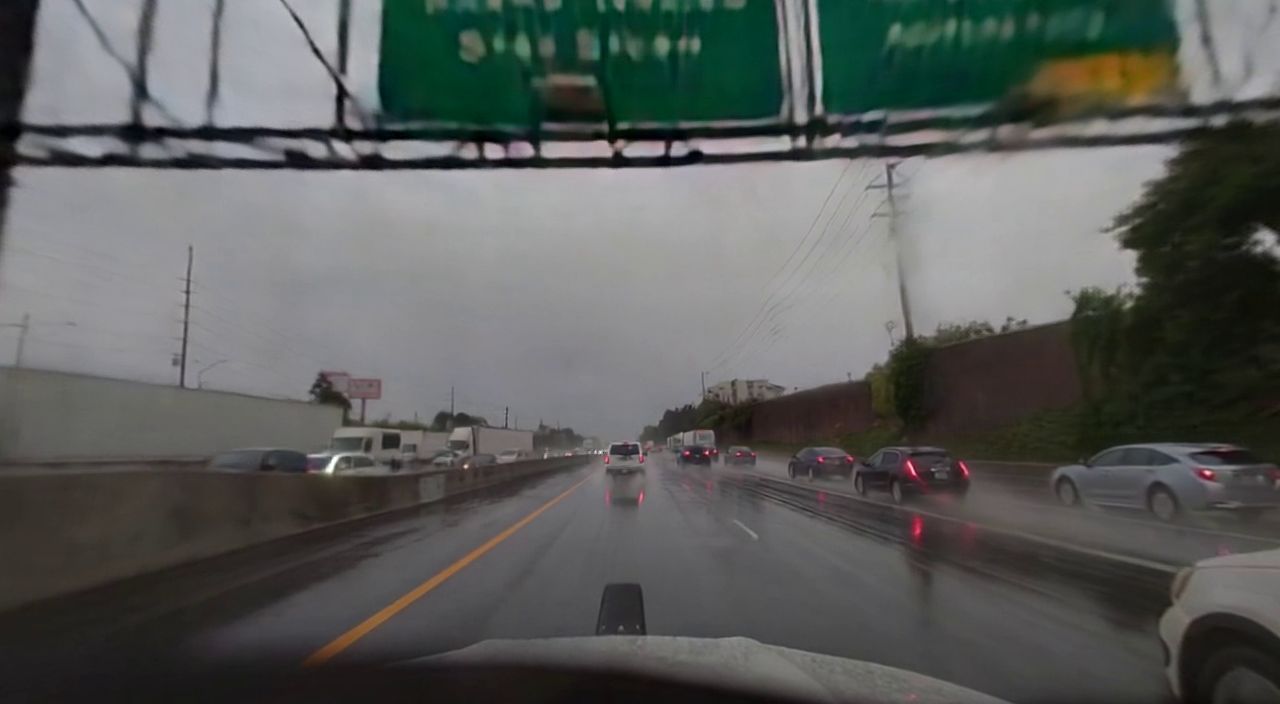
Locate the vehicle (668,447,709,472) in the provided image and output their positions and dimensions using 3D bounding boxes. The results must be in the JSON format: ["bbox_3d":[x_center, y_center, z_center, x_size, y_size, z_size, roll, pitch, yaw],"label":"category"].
[{"bbox_3d":[3.002,6.710,39.784,2.115,1.481,3.968,0,-9,-2],"label":"vehicle"}]

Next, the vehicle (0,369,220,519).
[{"bbox_3d":[-18.356,2.957,20.128,3.068,3.921,9.552,0,-9,1],"label":"vehicle"}]

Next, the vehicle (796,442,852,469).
[{"bbox_3d":[11.010,6.221,38.060,1.901,1.485,4.483,0,-9,-2],"label":"vehicle"}]

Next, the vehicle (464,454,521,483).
[{"bbox_3d":[-8.253,6.526,35.759,2.086,1.477,4.438,0,-9,1],"label":"vehicle"}]

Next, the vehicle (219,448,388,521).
[{"bbox_3d":[-8.069,3.174,15.664,1.931,1.541,4.018,0,-9,0],"label":"vehicle"}]

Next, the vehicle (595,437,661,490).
[{"bbox_3d":[-0.455,4.204,24.168,2.298,1.809,4.359,0,-9,-1],"label":"vehicle"}]

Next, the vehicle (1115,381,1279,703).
[{"bbox_3d":[3.407,0.719,1.245,1.967,1.547,3.777,0,-9,0],"label":"vehicle"}]

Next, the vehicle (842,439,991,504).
[{"bbox_3d":[7.049,3.074,16.689,1.958,1.473,4.201,0,-8,-1],"label":"vehicle"}]

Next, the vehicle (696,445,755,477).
[{"bbox_3d":[4.166,5.360,31.382,1.934,1.461,4.368,1,-9,-5],"label":"vehicle"}]
